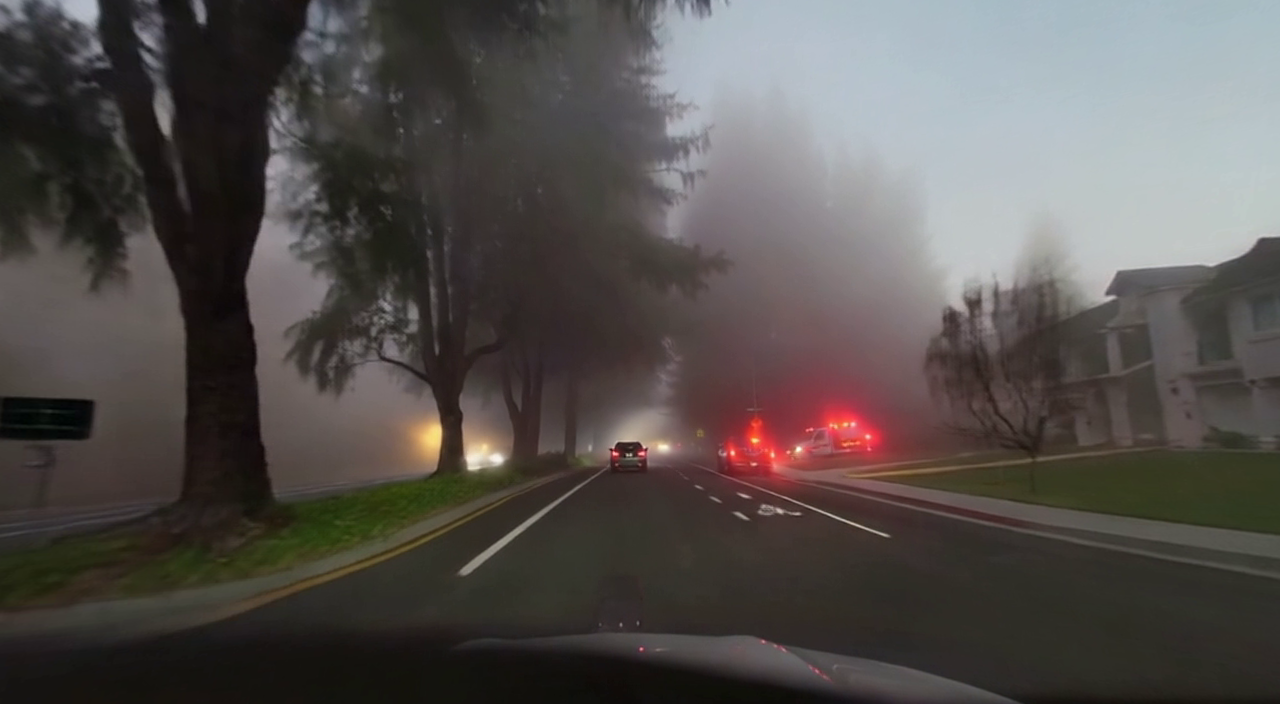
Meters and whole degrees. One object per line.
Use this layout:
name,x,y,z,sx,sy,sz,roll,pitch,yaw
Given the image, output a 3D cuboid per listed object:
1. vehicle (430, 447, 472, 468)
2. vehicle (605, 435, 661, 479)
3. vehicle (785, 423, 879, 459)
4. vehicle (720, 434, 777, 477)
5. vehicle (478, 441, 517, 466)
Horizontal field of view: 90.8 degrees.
vehicle,-14.764,8.273,49.667,1.840,1.450,4.521,0,-8,1
vehicle,-0.242,4.257,25.893,2.106,1.655,3.717,0,-8,1
vehicle,11.557,5.399,38.288,4.919,1.886,2.086,-3,-9,2
vehicle,4.853,4.663,28.956,2.045,1.776,4.851,0,-8,4
vehicle,-10.733,7.652,47.919,2.028,1.759,4.360,0,-8,-1
